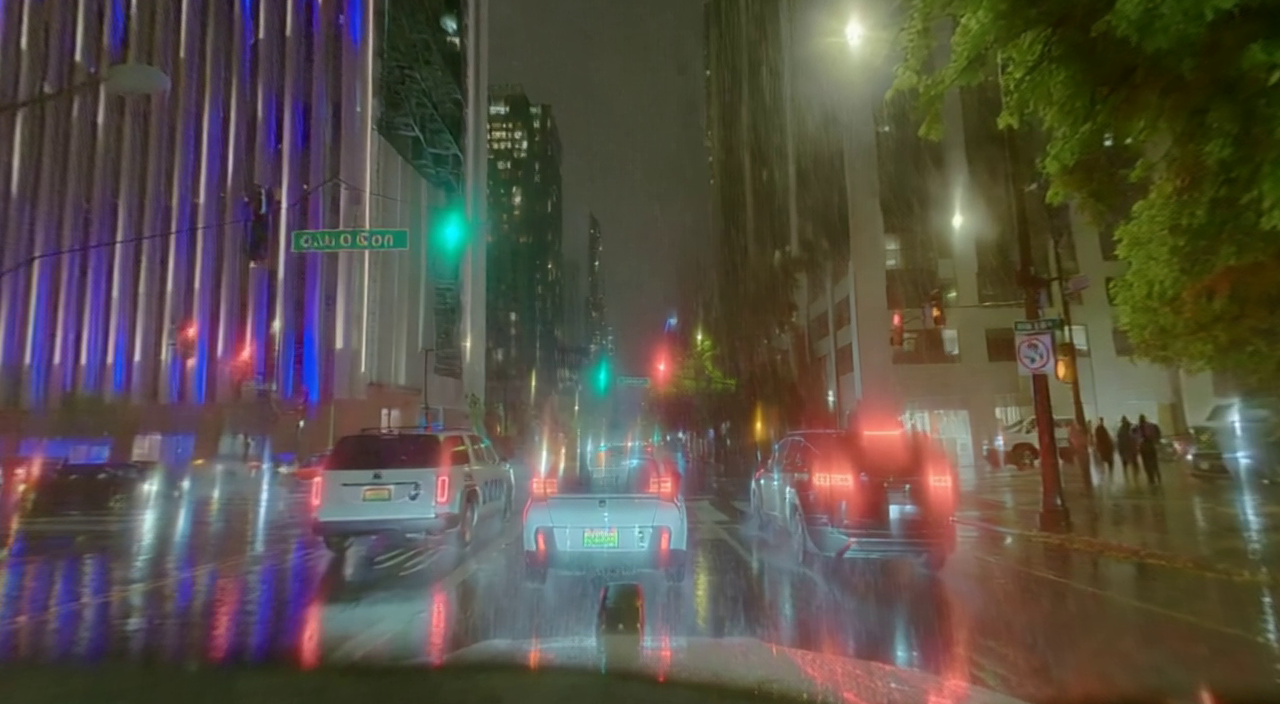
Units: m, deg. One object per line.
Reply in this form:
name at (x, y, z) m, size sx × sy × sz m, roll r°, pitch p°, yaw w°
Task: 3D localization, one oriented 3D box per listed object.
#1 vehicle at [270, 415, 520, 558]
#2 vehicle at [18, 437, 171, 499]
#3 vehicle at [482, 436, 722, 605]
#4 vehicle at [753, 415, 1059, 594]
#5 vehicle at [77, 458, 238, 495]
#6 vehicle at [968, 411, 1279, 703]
vehicle at (-3.692, 2.138, 10.916) m, size 2.190 × 1.840 × 5.272 m, roll 0°, pitch -8°, yaw 0°
vehicle at (-30.877, 6.522, 35.941) m, size 5.896 × 3.276 × 2.809 m, roll 1°, pitch -8°, yaw 1°
vehicle at (-0.356, 1.784, 7.650) m, size 2.092 × 1.454 × 4.132 m, roll 0°, pitch -8°, yaw -1°
vehicle at (3.038, 1.846, 8.626) m, size 2.072 × 1.735 × 4.759 m, roll 0°, pitch -8°, yaw 0°
vehicle at (-20.273, 5.241, 26.703) m, size 5.153 × 1.449 × 1.966 m, roll 0°, pitch -8°, yaw 0°
vehicle at (2.736, 0.804, 1.115) m, size 1.902 × 1.454 × 4.540 m, roll 0°, pitch -8°, yaw 0°
